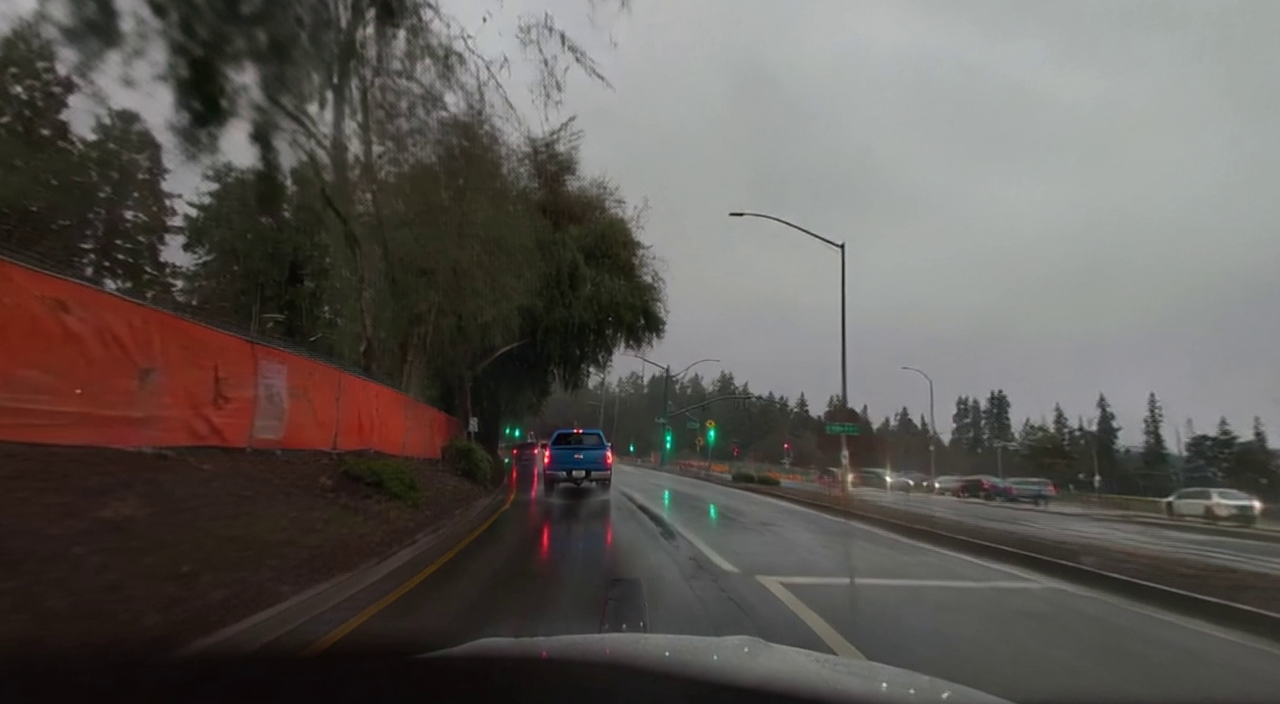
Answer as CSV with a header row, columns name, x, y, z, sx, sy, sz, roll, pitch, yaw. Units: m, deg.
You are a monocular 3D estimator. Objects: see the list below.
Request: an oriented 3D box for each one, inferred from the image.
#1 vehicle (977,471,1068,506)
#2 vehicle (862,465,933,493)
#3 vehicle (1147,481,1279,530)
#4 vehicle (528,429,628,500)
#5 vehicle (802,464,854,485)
name,x,y,z,sx,sy,sz,roll,pitch,yaw
vehicle,21.576,7.692,35.818,1.841,1.673,4.470,1,-9,-9
vehicle,16.473,8.132,40.630,1.884,1.622,4.485,3,-10,-14
vehicle,23.314,6.100,25.380,1.805,1.494,4.362,1,-8,-8
vehicle,-1.757,3.145,18.096,2.436,1.698,5.322,1,-8,-5
vehicle,14.574,9.545,49.253,1.808,1.467,4.360,3,-10,-15
